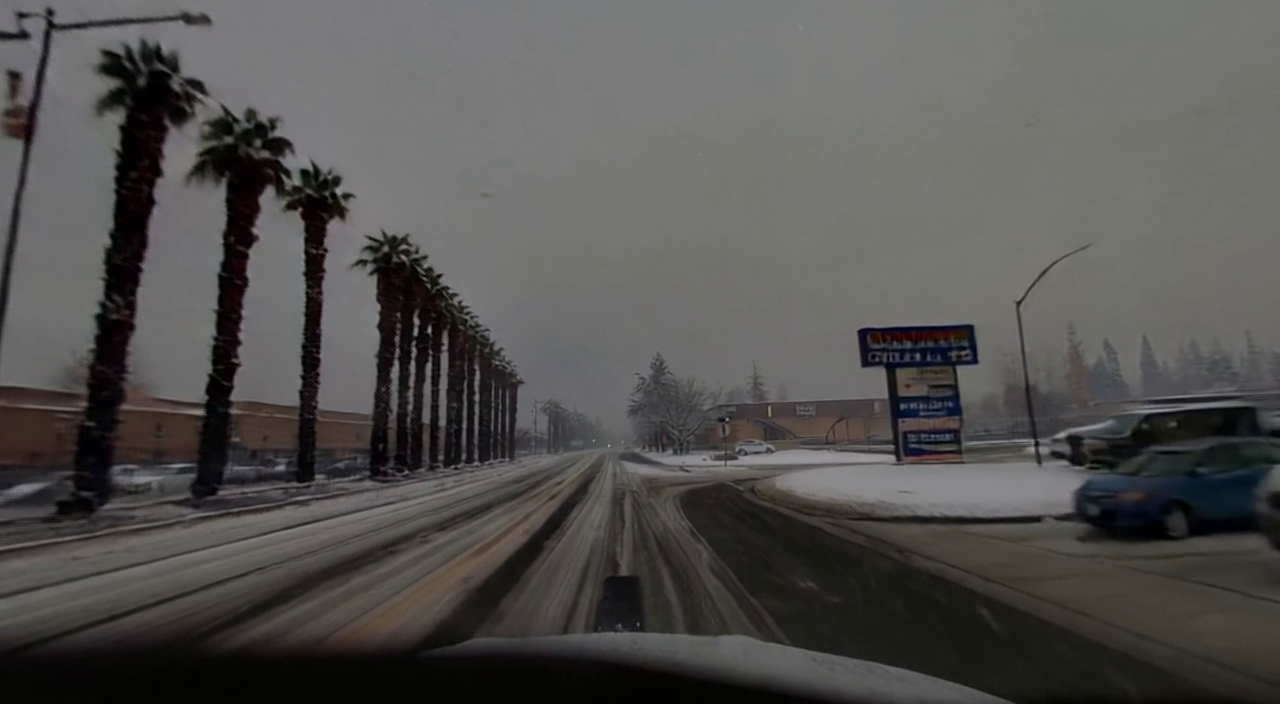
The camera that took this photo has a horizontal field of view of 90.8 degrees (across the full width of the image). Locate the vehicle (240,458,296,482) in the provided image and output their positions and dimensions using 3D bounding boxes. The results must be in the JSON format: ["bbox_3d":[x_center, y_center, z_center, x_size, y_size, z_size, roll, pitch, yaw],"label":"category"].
[{"bbox_3d":[-28.650,9.054,48.797,1.938,1.667,4.364,0,-9,-4],"label":"vehicle"}]

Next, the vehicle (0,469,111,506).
[{"bbox_3d":[-27.505,6.265,29.524,1.909,1.436,4.443,0,-9,-4],"label":"vehicle"}]

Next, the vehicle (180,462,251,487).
[{"bbox_3d":[-28.382,8.185,42.414,1.807,1.446,4.605,0,-9,-3],"label":"vehicle"}]

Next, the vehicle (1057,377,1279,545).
[{"bbox_3d":[8.982,1.688,10.208,5.154,2.026,2.257,7,-12,-41],"label":"vehicle"}]

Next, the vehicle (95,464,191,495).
[{"bbox_3d":[-27.823,7.113,35.585,1.861,1.474,4.719,0,-9,-5],"label":"vehicle"}]
